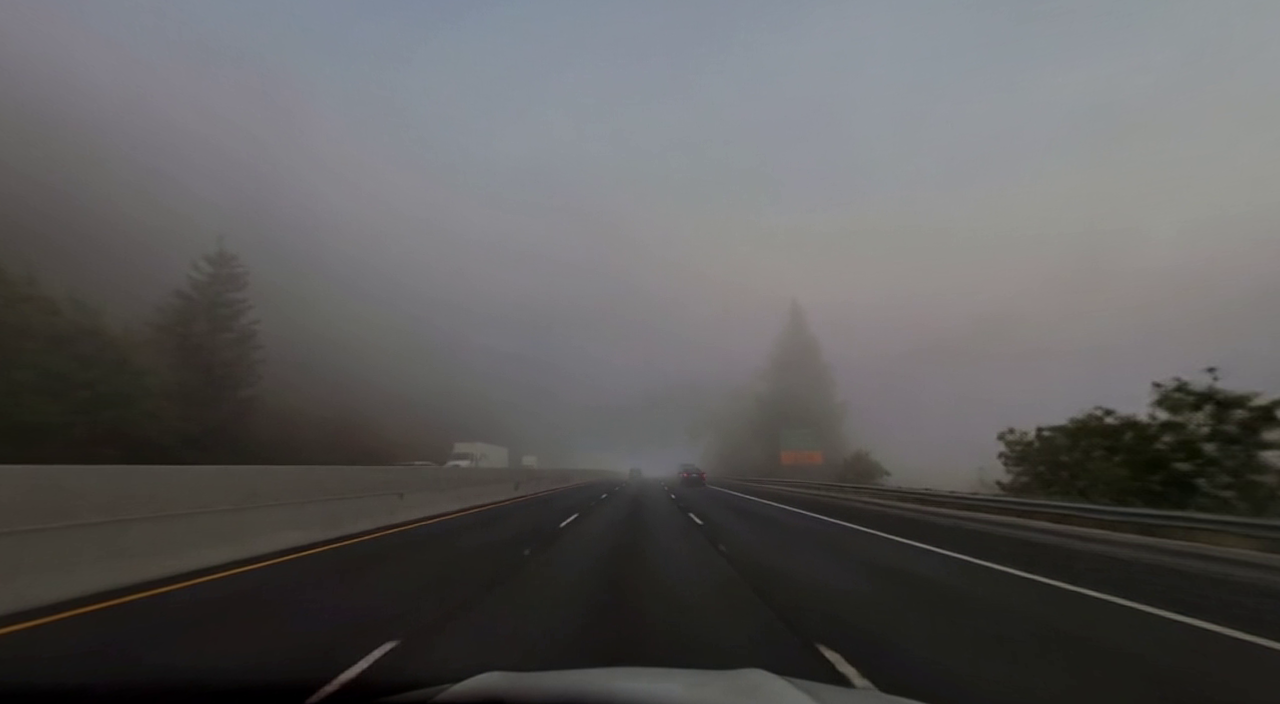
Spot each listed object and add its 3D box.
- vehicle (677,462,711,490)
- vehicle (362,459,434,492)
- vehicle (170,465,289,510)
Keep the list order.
[{"bbox_3d":[3.955,9.196,46.786,2.093,1.933,4.623,1,-10,-1],"label":"vehicle"},{"bbox_3d":[-14.742,7.547,38.713,2.255,1.844,4.992,1,-10,1],"label":"vehicle"},{"bbox_3d":[-14.599,4.812,22.659,1.837,1.444,3.440,1,-10,1],"label":"vehicle"}]
